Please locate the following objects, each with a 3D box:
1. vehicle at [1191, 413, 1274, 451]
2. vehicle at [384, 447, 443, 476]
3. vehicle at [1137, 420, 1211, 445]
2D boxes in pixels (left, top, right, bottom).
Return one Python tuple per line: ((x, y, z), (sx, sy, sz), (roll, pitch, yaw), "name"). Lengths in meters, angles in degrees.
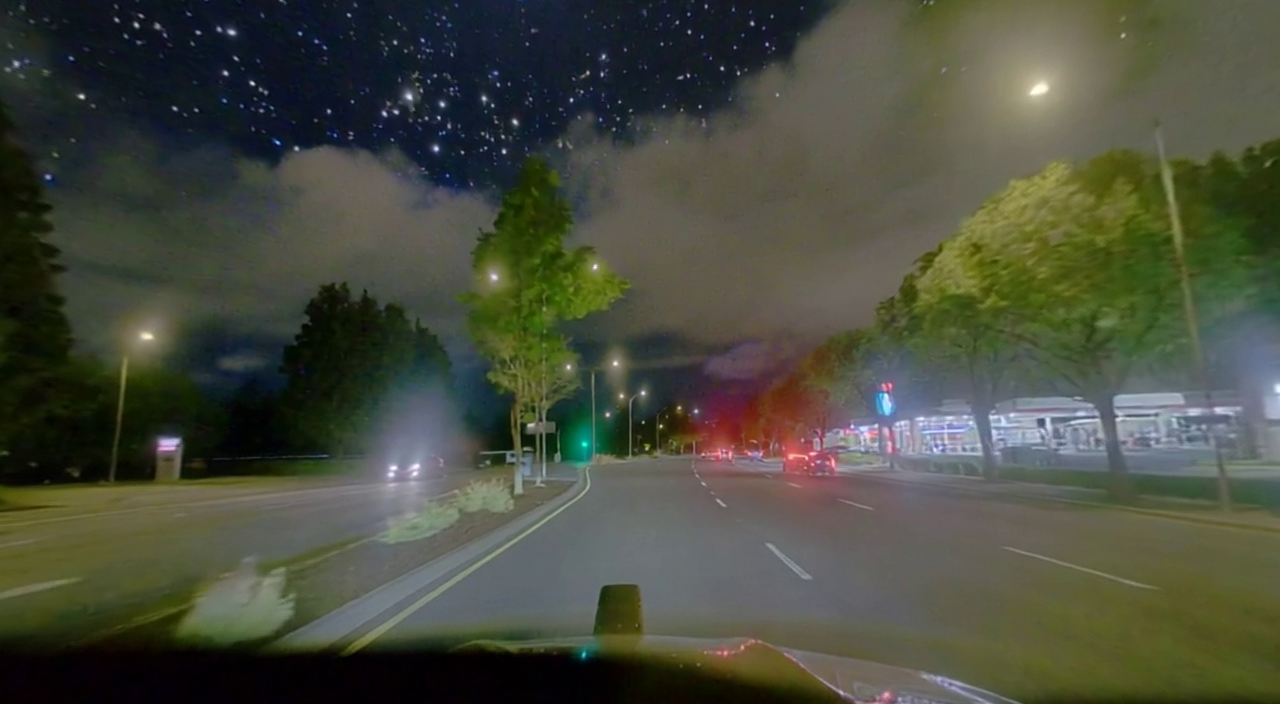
((30.884, 4.174, 32.929), (3.449, 1.428, 1.548), (-5, -9, -20), "vehicle")
((-15.877, 7.709, 44.655), (2.191, 1.879, 4.675), (-1, -8, 3), "vehicle")
((30.400, 4.583, 35.995), (3.303, 1.375, 1.483), (2, -6, -13), "vehicle")
